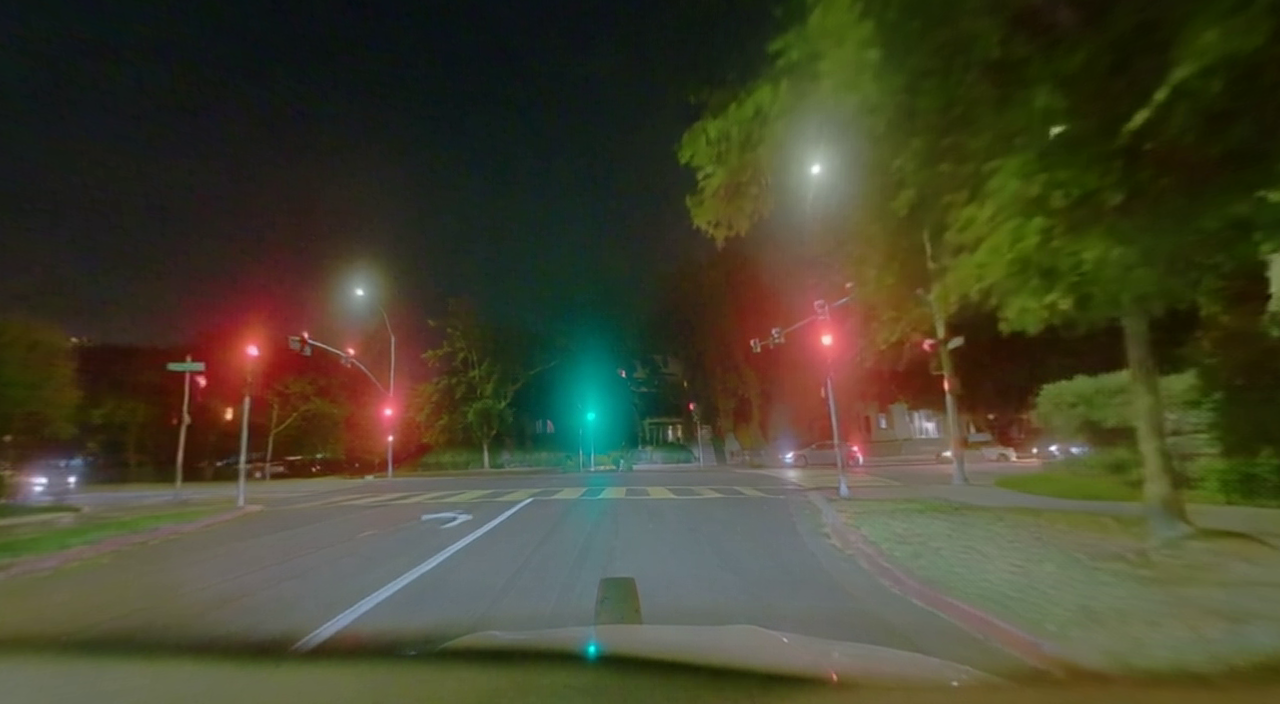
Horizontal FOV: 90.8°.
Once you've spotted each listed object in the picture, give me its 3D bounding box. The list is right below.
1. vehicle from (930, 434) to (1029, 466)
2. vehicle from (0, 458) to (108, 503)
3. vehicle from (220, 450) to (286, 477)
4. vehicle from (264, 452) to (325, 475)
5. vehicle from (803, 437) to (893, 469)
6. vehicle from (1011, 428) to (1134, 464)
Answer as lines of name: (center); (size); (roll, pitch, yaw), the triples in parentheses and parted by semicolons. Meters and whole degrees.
vehicle: (18.697, 5.404, 34.983); (4.326, 1.672, 1.903); (-1, -8, 1)
vehicle: (-22.738, 4.649, 23.073); (4.989, 1.442, 1.940); (0, -8, 4)
vehicle: (-27.605, 7.948, 45.219); (1.967, 1.779, 4.159); (-1, -8, 2)
vehicle: (-24.692, 7.941, 45.336); (1.817, 1.488, 4.631); (0, -8, 0)
vehicle: (10.295, 5.010, 31.498); (3.815, 1.504, 1.790); (-1, -8, 1)
vehicle: (21.278, 4.623, 31.236); (4.510, 1.673, 2.030); (0, -8, 0)
